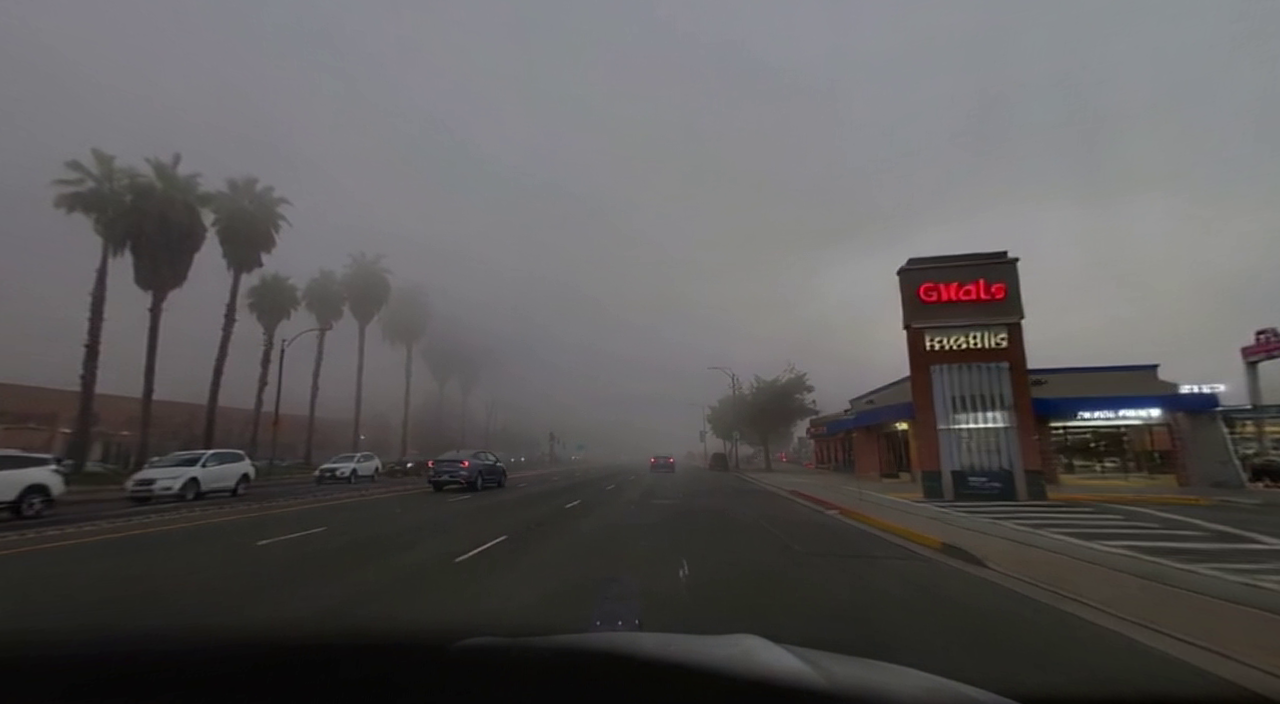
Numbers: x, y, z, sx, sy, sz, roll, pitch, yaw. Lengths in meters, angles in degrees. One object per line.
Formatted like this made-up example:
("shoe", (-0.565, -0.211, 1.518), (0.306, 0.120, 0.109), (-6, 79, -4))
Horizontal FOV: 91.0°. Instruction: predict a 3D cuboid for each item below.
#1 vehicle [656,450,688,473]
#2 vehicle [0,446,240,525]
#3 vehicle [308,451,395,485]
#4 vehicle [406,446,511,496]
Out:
("vehicle", (2.325, 7.729, 44.766), (2.139, 1.461, 4.918), (0, -8, 3))
("vehicle", (-11.919, 2.929, 14.572), (1.981, 1.493, 4.721), (0, -8, 3))
("vehicle", (-14.106, 5.679, 31.119), (1.874, 1.488, 4.612), (0, -8, 4))
("vehicle", (-6.126, 4.039, 21.911), (2.090, 1.520, 4.452), (0, -8, 4))
